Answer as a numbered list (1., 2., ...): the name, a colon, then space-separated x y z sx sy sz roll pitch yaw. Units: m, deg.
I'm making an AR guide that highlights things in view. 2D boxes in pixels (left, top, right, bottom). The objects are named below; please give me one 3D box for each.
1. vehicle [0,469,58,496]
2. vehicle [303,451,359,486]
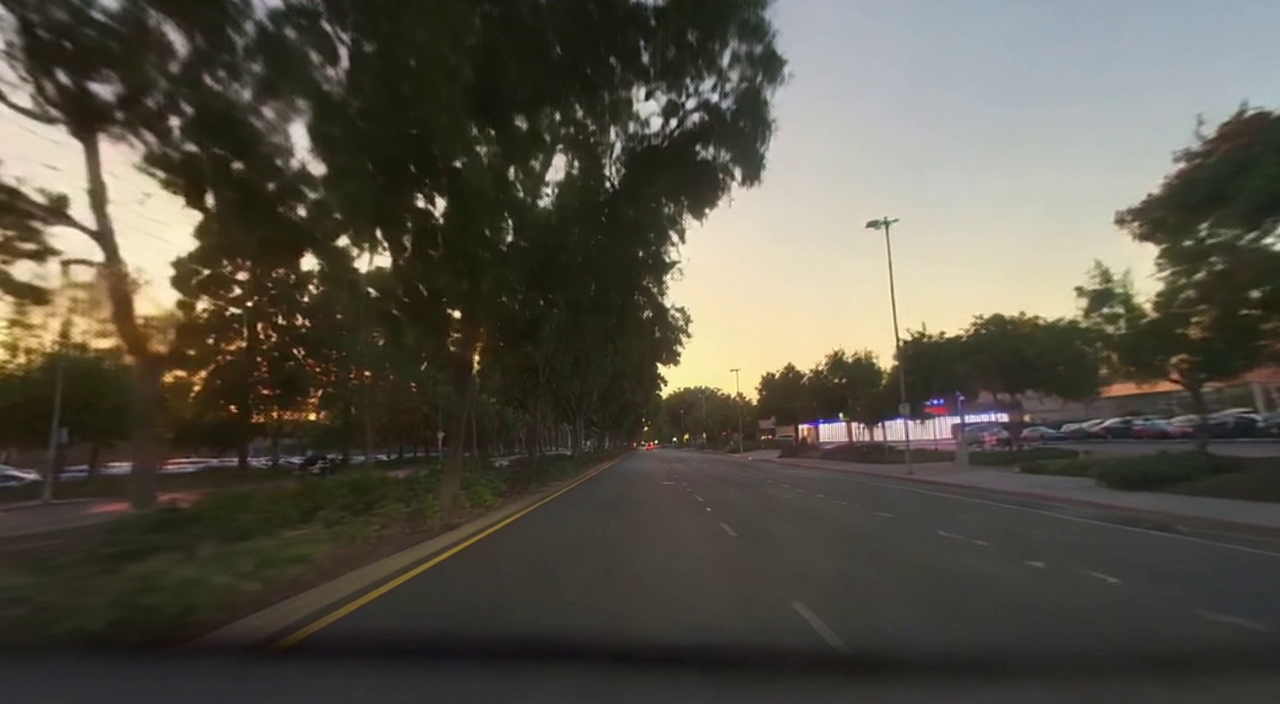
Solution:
1. vehicle: -37.579 7.772 37.556 1.736 1.393 4.317 0 -8 -2
2. vehicle: -15.003 5.628 30.849 2.129 1.494 5.184 3 -9 -23
